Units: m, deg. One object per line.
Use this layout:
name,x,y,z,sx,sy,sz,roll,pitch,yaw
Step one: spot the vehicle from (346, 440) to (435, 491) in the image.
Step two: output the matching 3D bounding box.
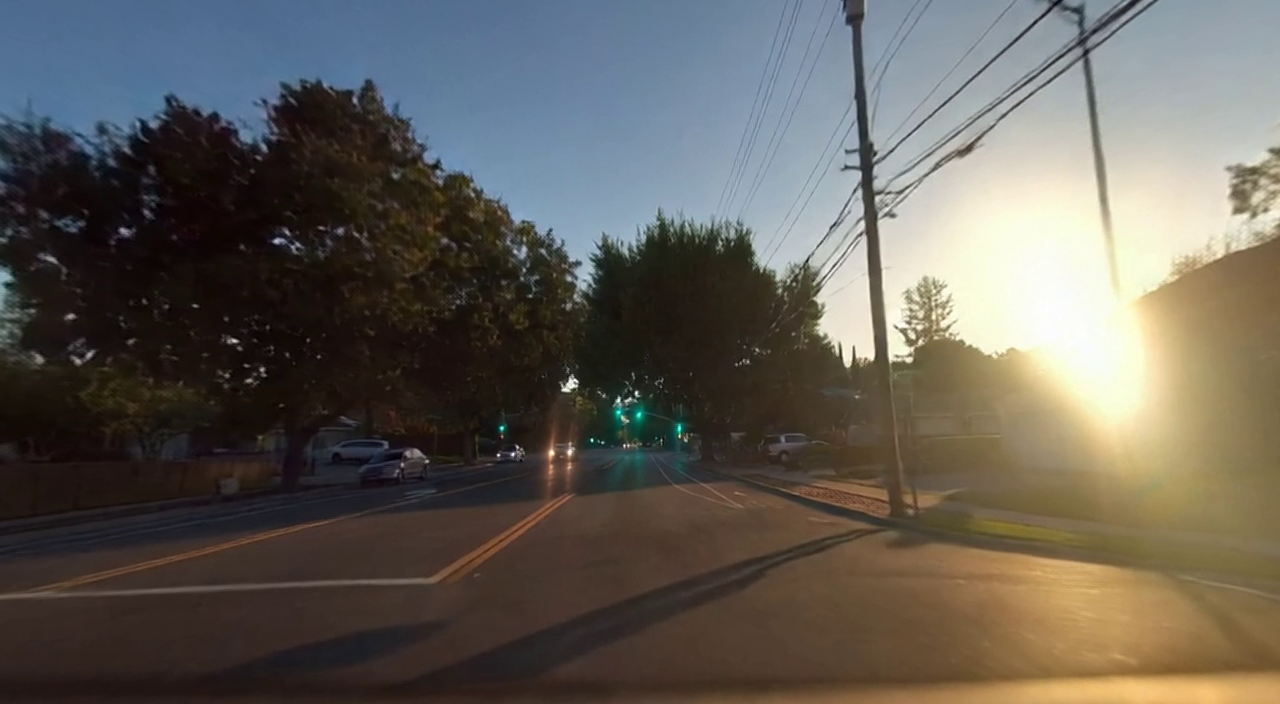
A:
vehicle,-11.332,5.127,29.130,2.024,1.795,5.054,-10,-8,-3

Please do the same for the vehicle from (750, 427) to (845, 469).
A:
vehicle,9.602,5.762,38.462,5.565,2.036,1.907,-1,-5,-26
